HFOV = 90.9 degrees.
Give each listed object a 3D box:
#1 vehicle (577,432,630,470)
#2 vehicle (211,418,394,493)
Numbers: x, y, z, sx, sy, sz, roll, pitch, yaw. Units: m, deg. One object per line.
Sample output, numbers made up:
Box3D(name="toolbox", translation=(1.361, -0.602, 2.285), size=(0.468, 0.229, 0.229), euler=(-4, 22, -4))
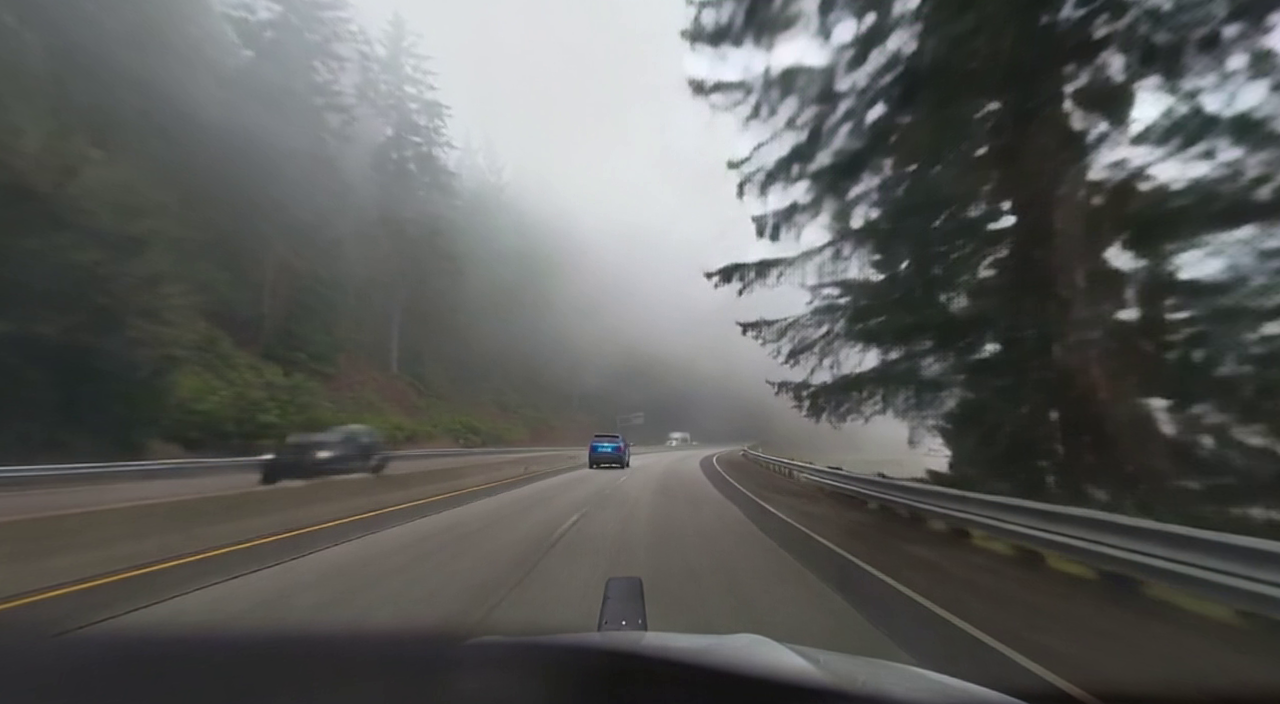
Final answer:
Box3D(name="vehicle", translation=(-1.713, 4.910, 31.410), size=(2.005, 1.752, 4.479), euler=(-1, -8, 5))
Box3D(name="vehicle", translation=(-11.842, 3.716, 23.022), size=(2.840, 2.335, 6.535), euler=(-1, -8, 3))
